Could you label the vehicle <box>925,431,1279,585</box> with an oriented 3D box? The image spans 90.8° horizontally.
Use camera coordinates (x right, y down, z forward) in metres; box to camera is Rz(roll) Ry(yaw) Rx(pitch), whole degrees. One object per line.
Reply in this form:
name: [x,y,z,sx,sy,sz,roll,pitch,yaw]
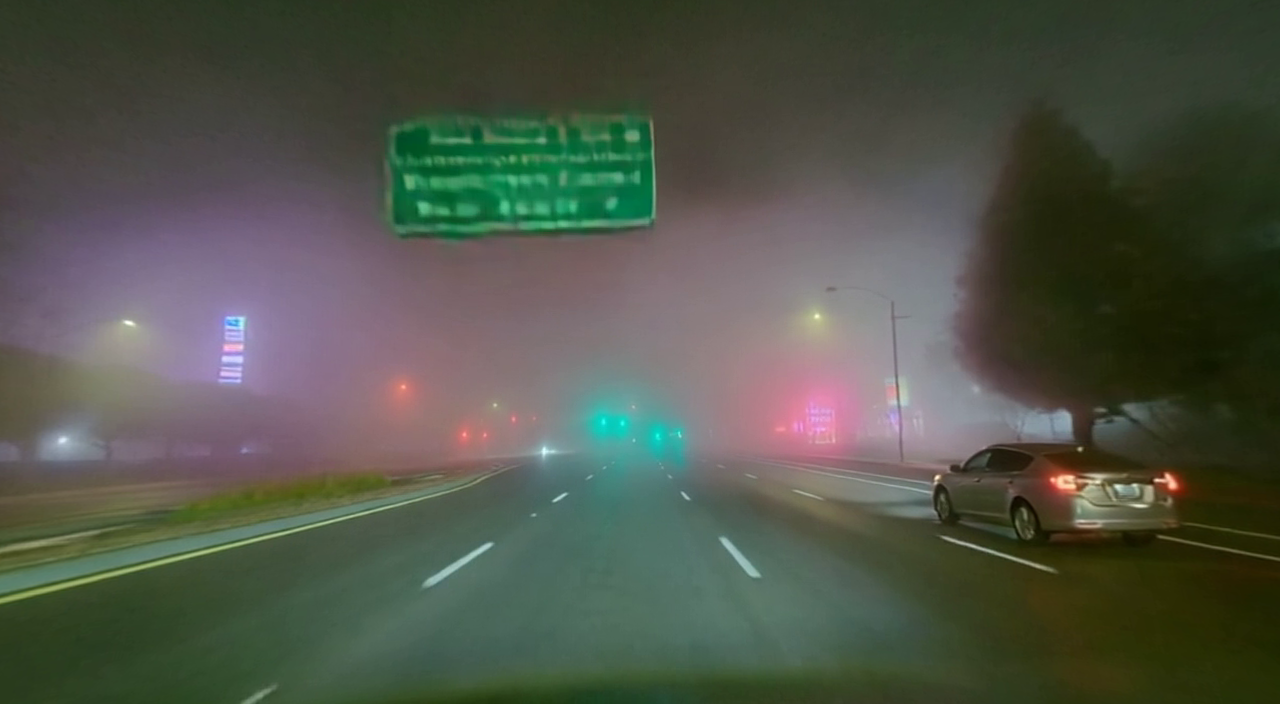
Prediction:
vehicle: [5.944,1.870,8.513,2.070,1.491,4.575,0,-9,0]
